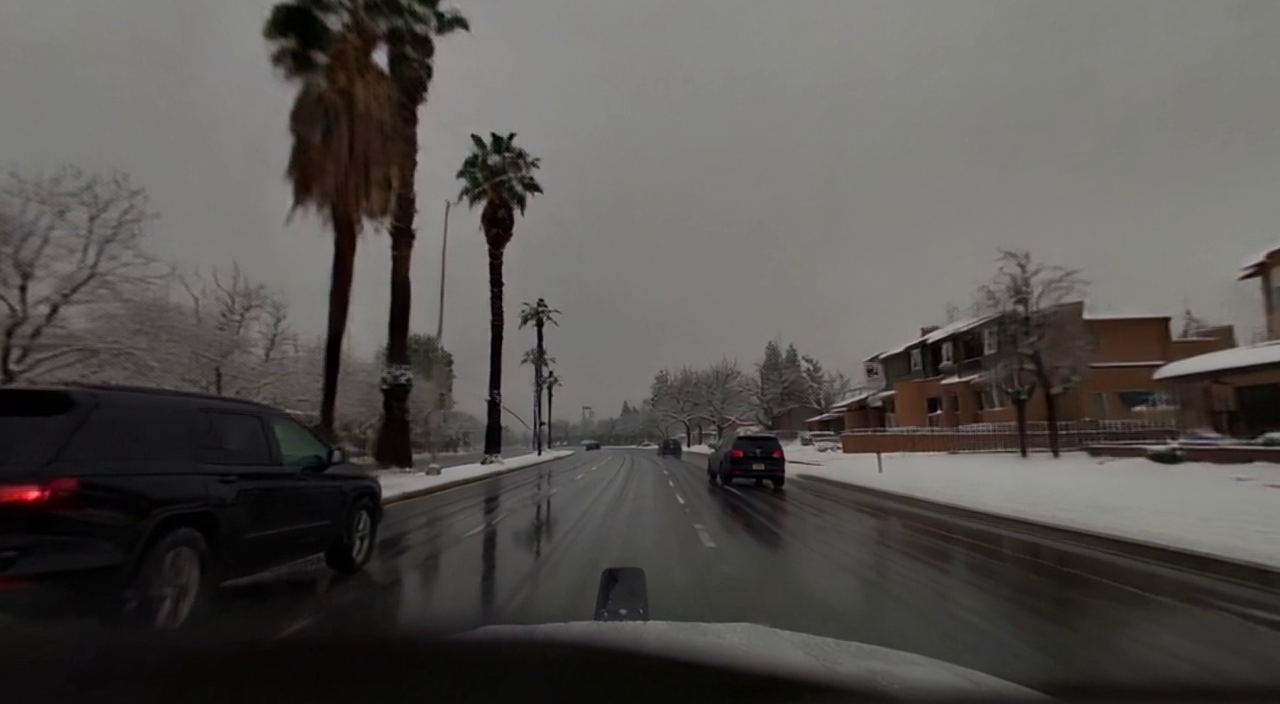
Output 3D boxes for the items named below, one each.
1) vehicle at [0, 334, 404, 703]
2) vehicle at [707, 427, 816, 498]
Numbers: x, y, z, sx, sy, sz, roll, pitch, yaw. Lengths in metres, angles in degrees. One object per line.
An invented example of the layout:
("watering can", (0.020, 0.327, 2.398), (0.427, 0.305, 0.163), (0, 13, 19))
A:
("vehicle", (-3.899, 1.141, 4.943), (2.150, 1.768, 4.868), (0, -9, 0))
("vehicle", (3.373, 3.189, 18.551), (2.195, 1.804, 4.658), (0, -9, -1))
